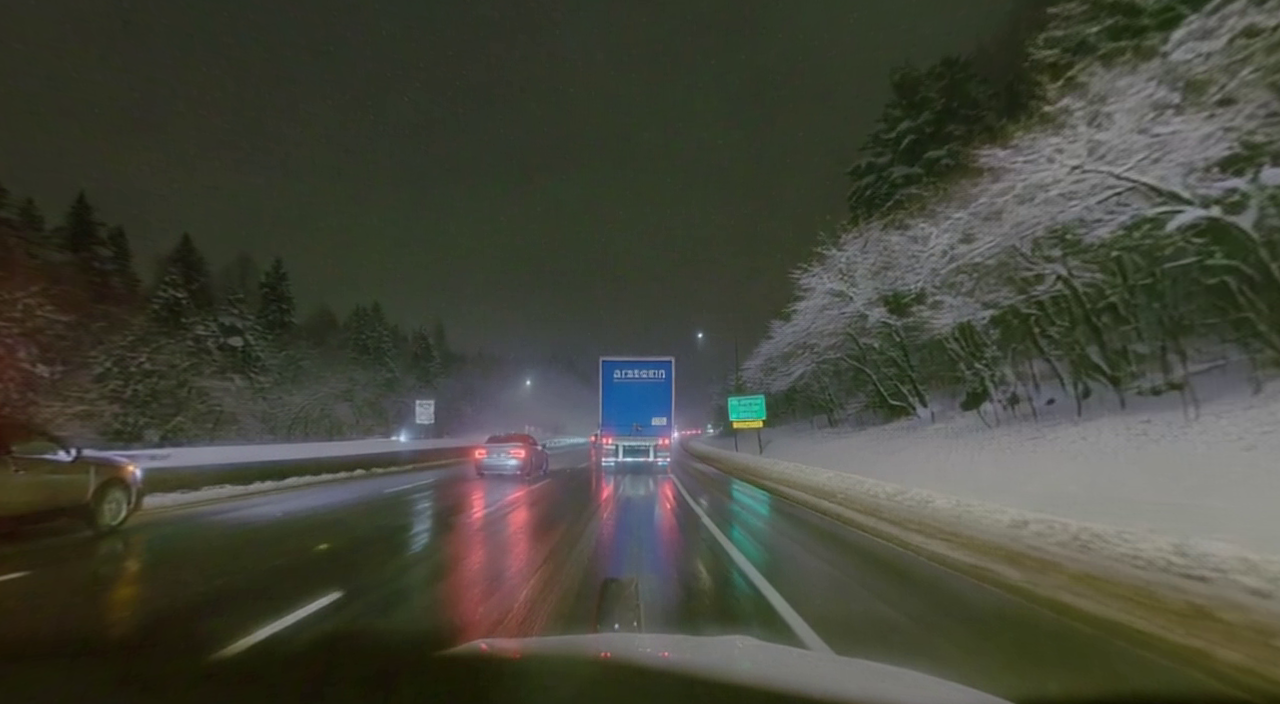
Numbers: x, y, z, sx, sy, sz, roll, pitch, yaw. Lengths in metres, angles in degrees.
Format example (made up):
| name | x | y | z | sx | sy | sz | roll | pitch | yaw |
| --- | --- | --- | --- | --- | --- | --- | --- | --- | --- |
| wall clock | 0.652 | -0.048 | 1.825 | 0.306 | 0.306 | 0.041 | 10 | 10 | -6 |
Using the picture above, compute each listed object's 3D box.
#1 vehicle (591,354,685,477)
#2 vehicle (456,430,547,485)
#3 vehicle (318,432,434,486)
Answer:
| name | x | y | z | sx | sy | sz | roll | pitch | yaw |
| --- | --- | --- | --- | --- | --- | --- | --- | --- | --- |
| vehicle | -0.228 | 2.810 | 26.415 | 3.118 | 4.106 | 10.719 | 0 | -8 | -2 |
| vehicle | -4.110 | 3.176 | 19.321 | 1.933 | 1.492 | 3.838 | 0 | -8 | 0 |
| vehicle | -8.121 | 3.283 | 19.792 | 1.943 | 1.500 | 4.011 | 0 | -8 | -1 |
